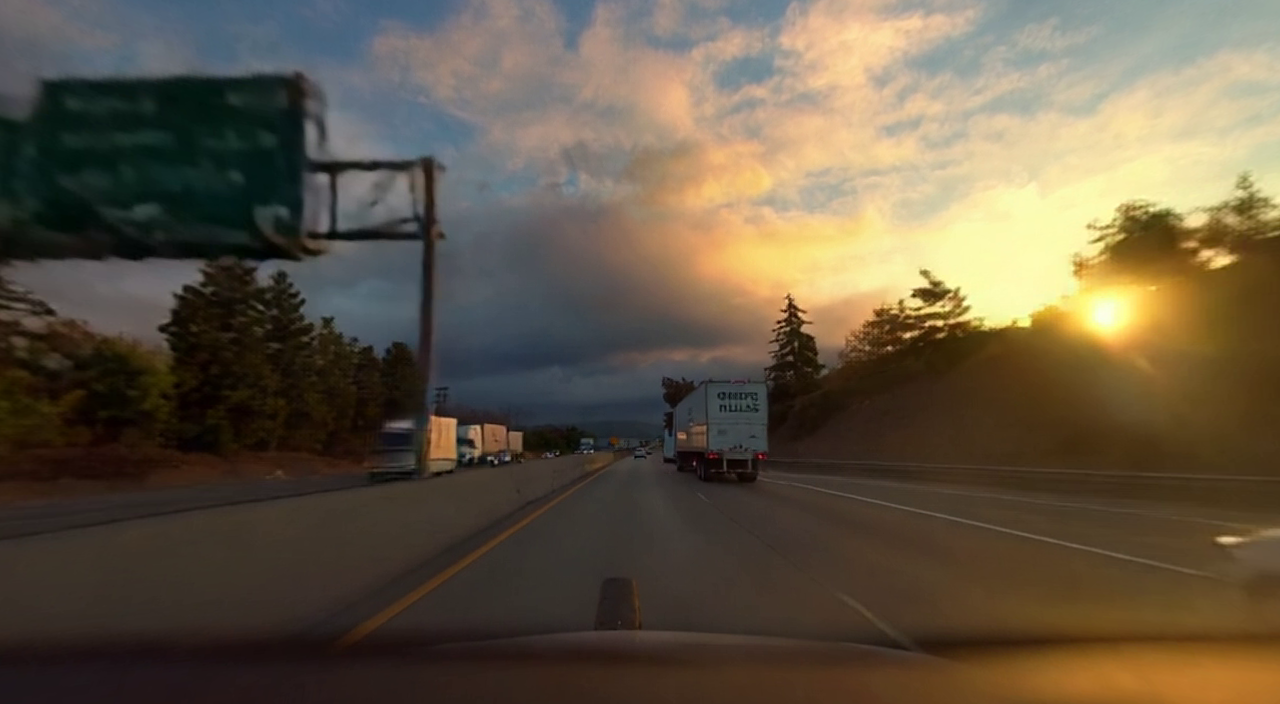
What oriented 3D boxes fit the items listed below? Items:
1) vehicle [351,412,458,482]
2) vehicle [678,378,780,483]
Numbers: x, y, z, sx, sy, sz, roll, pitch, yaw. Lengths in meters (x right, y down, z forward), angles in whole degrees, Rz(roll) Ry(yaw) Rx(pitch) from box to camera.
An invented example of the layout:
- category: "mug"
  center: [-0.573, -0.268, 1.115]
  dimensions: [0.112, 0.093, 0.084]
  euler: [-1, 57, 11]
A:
- category: "vehicle"
  center: [-12.811, 5.316, 35.120]
  dimensions: [2.901, 3.451, 7.721]
  euler: [0, -9, 0]
- category: "vehicle"
  center: [3.856, 4.150, 31.549]
  dimensions: [2.926, 4.060, 14.068]
  euler: [0, -9, -1]
